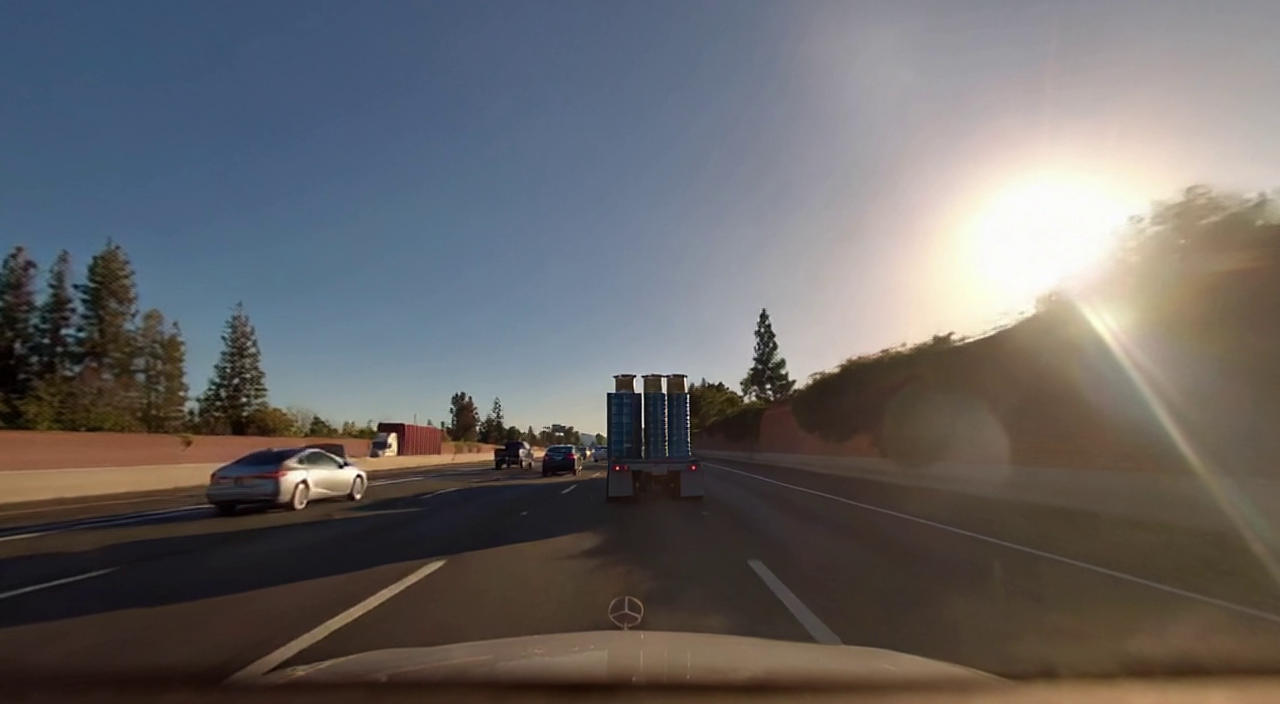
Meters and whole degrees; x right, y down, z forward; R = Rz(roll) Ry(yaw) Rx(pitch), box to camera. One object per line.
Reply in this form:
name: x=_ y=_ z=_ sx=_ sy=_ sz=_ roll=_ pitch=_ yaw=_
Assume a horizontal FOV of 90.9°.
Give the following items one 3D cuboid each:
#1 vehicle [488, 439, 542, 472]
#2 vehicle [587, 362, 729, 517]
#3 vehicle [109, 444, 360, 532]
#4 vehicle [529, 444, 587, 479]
vehicle: x=-7.490 y=6.257 z=38.342 sx=2.164 sy=1.874 sz=5.004 roll=0 pitch=-8 yaw=0
vehicle: x=0.398 y=2.344 z=16.785 sx=2.798 sy=3.071 sz=8.412 roll=0 pitch=-8 yaw=1
vehicle: x=-7.881 y=2.645 z=13.011 sx=2.006 sy=1.458 sz=4.700 roll=0 pitch=-8 yaw=1
vehicle: x=-3.653 y=4.959 z=28.874 sx=1.974 sy=1.475 sz=4.538 roll=0 pitch=-8 yaw=1
